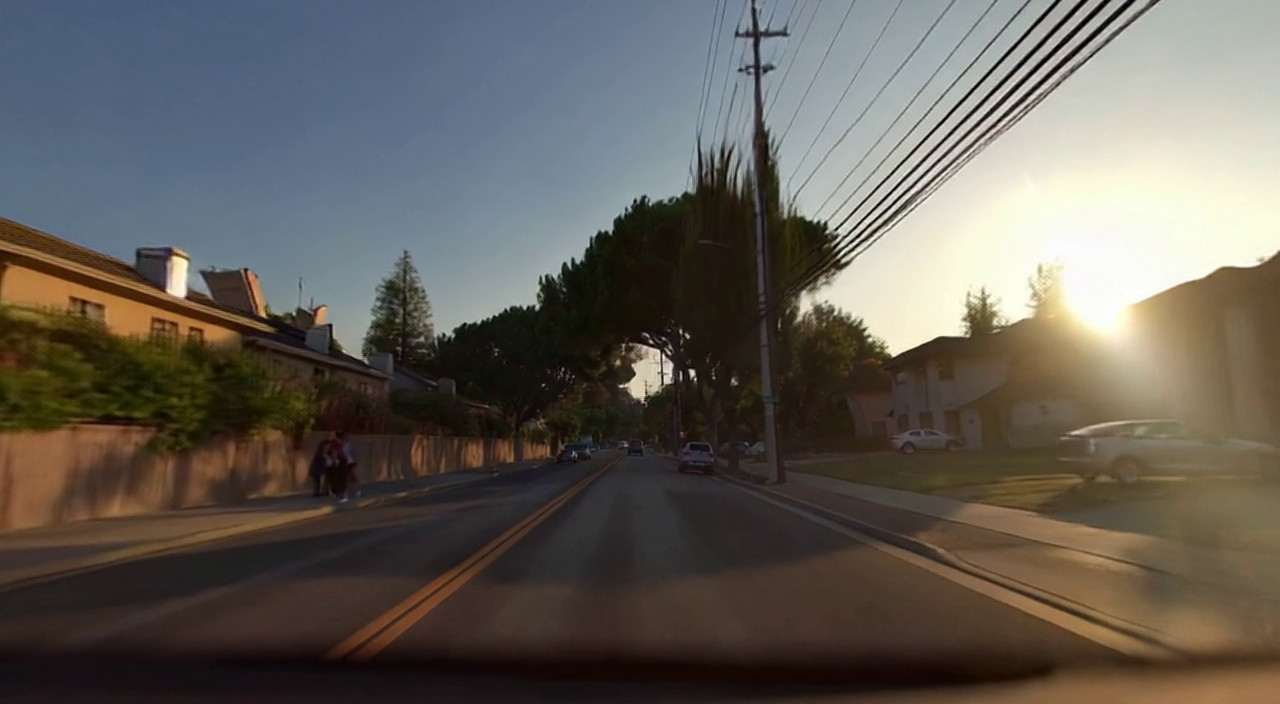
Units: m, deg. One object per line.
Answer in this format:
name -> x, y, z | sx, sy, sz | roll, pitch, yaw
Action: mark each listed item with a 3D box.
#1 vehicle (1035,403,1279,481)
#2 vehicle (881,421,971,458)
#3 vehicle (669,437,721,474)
vehicle -> 12.701, 2.198, 15.375 | 4.701, 1.745, 2.083 | -1, -9, 3
vehicle -> 17.860, 5.486, 39.627 | 4.457, 1.780, 2.170 | -5, -8, -1
vehicle -> 2.696, 5.221, 31.937 | 2.108, 1.710, 4.499 | 0, -9, -1
